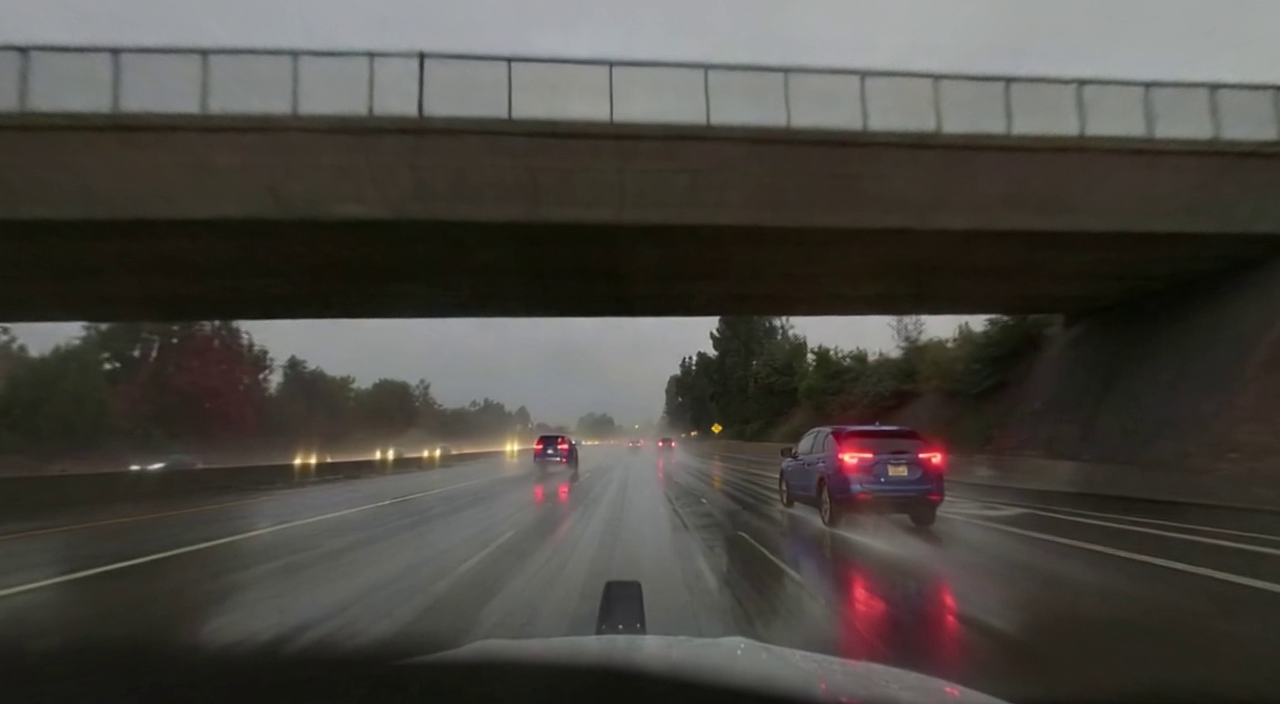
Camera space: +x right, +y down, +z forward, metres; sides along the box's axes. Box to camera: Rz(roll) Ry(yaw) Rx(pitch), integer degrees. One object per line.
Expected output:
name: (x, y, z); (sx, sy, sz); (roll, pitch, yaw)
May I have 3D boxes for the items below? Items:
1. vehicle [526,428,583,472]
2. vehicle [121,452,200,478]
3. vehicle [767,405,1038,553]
vehicle: (-3.887, 4.558, 29.556); (2.018, 1.872, 4.728); (0, -9, 0)
vehicle: (-30.531, 7.171, 40.370); (1.791, 1.507, 4.074); (0, -9, 0)
vehicle: (3.617, 1.851, 9.885); (2.185, 1.749, 4.477); (0, -8, -2)
